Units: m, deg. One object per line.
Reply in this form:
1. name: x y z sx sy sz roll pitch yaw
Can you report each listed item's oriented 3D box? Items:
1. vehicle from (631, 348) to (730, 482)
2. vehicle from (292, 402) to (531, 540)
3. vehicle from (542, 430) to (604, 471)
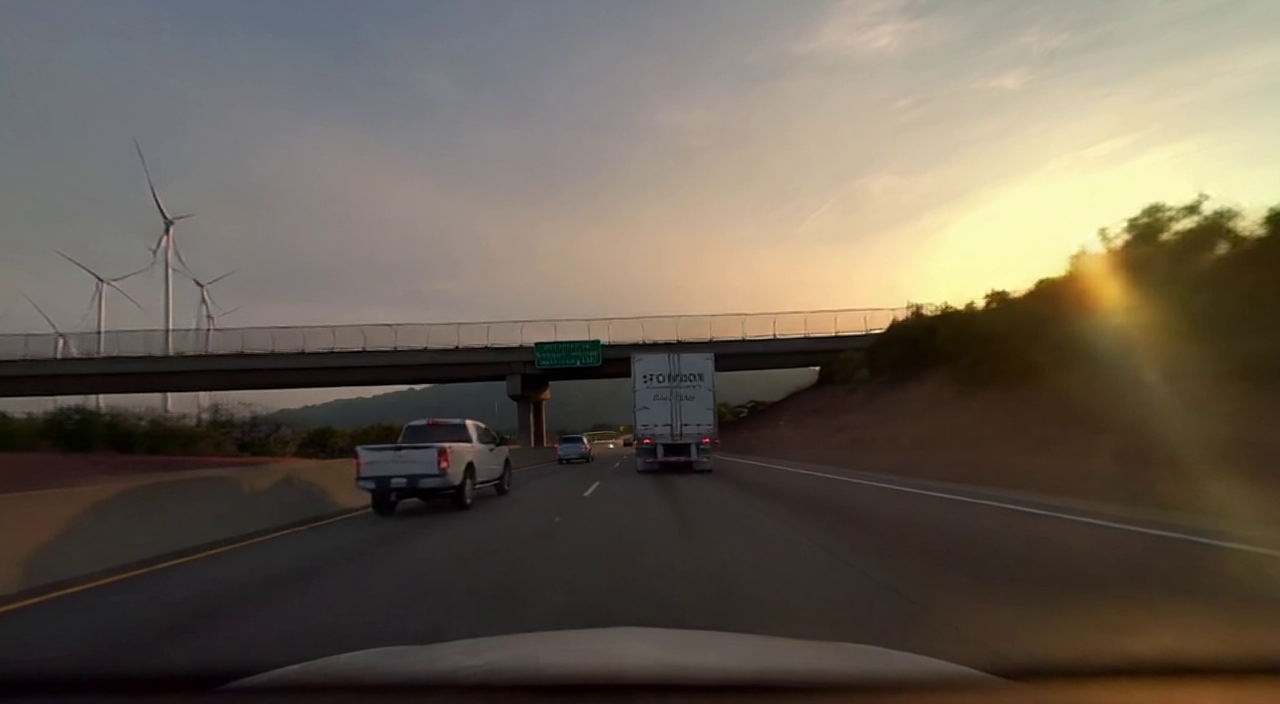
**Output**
1. vehicle: 1.313 2.702 25.149 2.906 3.990 12.551 0 -8 1
2. vehicle: -3.439 1.888 10.719 2.283 1.814 4.568 0 -8 1
3. vehicle: -2.915 4.395 28.587 2.167 1.686 4.946 0 -8 2
